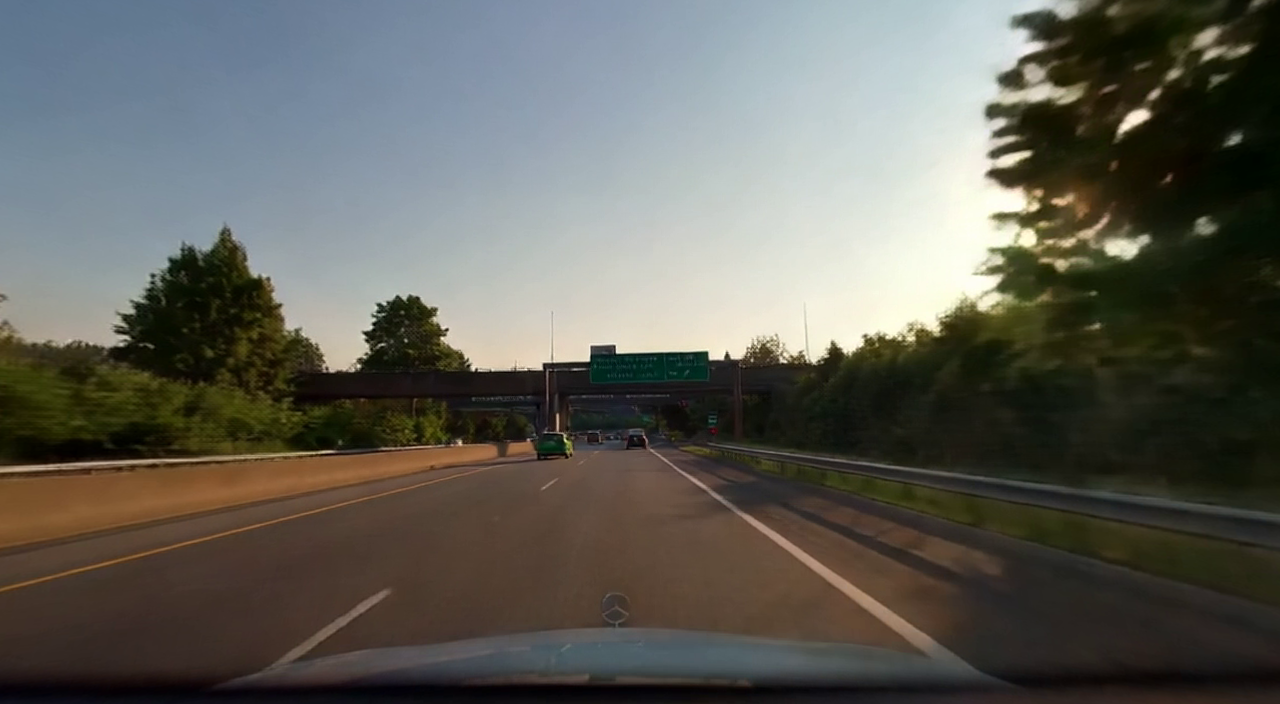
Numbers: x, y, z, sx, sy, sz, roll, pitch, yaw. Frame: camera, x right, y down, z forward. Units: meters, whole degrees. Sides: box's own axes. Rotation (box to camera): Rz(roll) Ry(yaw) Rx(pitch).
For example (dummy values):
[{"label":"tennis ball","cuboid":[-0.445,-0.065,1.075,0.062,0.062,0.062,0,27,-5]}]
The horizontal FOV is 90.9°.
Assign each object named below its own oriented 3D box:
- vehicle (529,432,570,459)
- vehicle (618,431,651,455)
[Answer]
[{"label":"vehicle","cuboid":[-5.235,5.426,36.776,1.959,1.514,3.668,0,-8,-2]},{"label":"vehicle","cuboid":[-0.377,6.192,43.128,2.139,1.561,4.060,0,-8,-1]}]
